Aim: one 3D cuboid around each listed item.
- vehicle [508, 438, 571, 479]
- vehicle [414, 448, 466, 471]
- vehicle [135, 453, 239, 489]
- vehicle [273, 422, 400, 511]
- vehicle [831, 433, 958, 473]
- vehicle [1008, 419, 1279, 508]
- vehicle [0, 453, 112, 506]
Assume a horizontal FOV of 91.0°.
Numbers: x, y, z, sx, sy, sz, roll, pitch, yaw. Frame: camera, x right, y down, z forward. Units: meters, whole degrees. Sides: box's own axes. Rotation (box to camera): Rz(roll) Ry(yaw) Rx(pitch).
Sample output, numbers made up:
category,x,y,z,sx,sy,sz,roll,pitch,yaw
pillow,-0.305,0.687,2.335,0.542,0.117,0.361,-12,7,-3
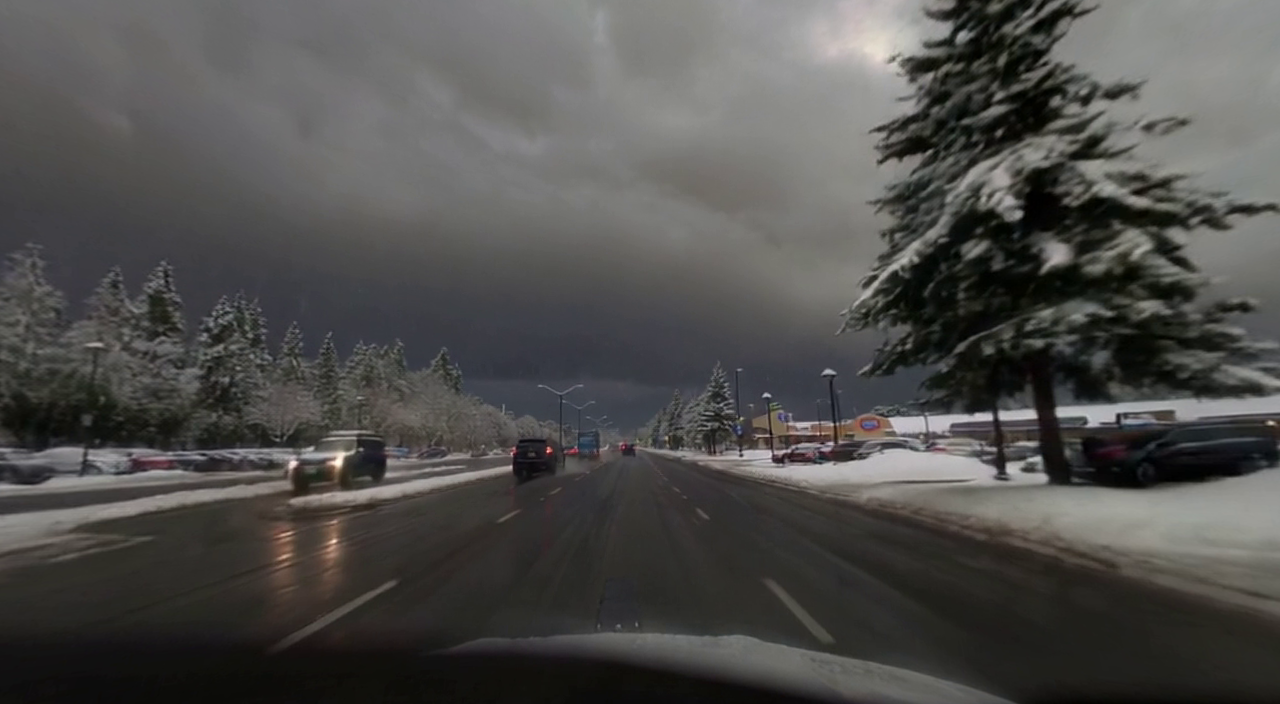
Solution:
category,x,y,z,sx,sy,sz,roll,pitch,yaw
vehicle,-4.375,4.724,28.073,2.109,1.672,4.256,0,-9,0
vehicle,-13.356,7.195,42.370,1.955,1.496,4.661,0,-9,0
vehicle,-23.368,6.116,32.744,1.938,1.691,4.696,0,-9,-1
vehicle,-7.672,2.924,16.552,2.123,1.864,5.553,1,-9,-17
vehicle,12.308,4.932,30.889,5.426,1.811,2.193,-2,-9,15
vehicle,12.164,2.616,15.116,5.519,1.836,2.138,-5,-10,32
vehicle,-23.495,4.859,24.438,1.953,1.789,4.591,0,-9,-1
